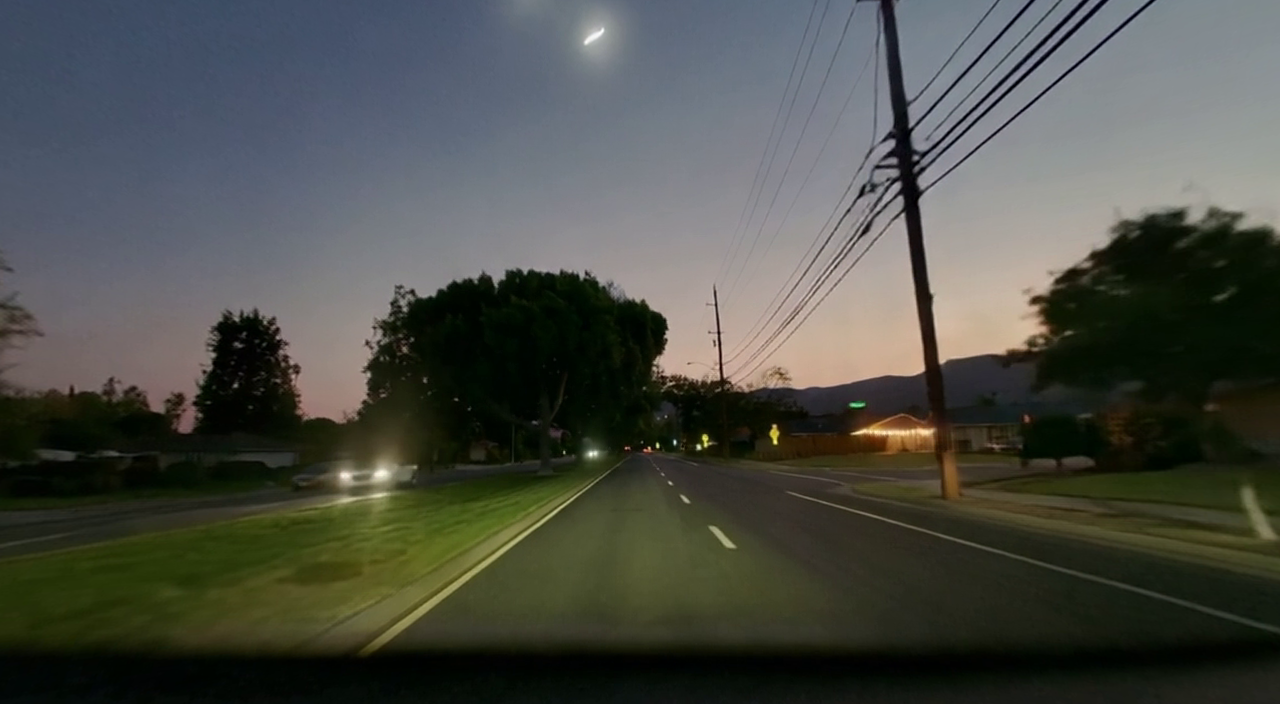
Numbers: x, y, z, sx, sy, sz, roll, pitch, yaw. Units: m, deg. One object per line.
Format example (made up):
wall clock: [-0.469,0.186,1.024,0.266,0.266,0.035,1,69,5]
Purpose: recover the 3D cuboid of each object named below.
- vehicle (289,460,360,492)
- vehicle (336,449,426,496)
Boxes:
vehicle: [-19.036,7.451,38.356,1.955,1.584,4.664,-4,-9,-1]
vehicle: [-10.376,4.825,25.693,1.933,1.709,4.063,0,-9,0]
